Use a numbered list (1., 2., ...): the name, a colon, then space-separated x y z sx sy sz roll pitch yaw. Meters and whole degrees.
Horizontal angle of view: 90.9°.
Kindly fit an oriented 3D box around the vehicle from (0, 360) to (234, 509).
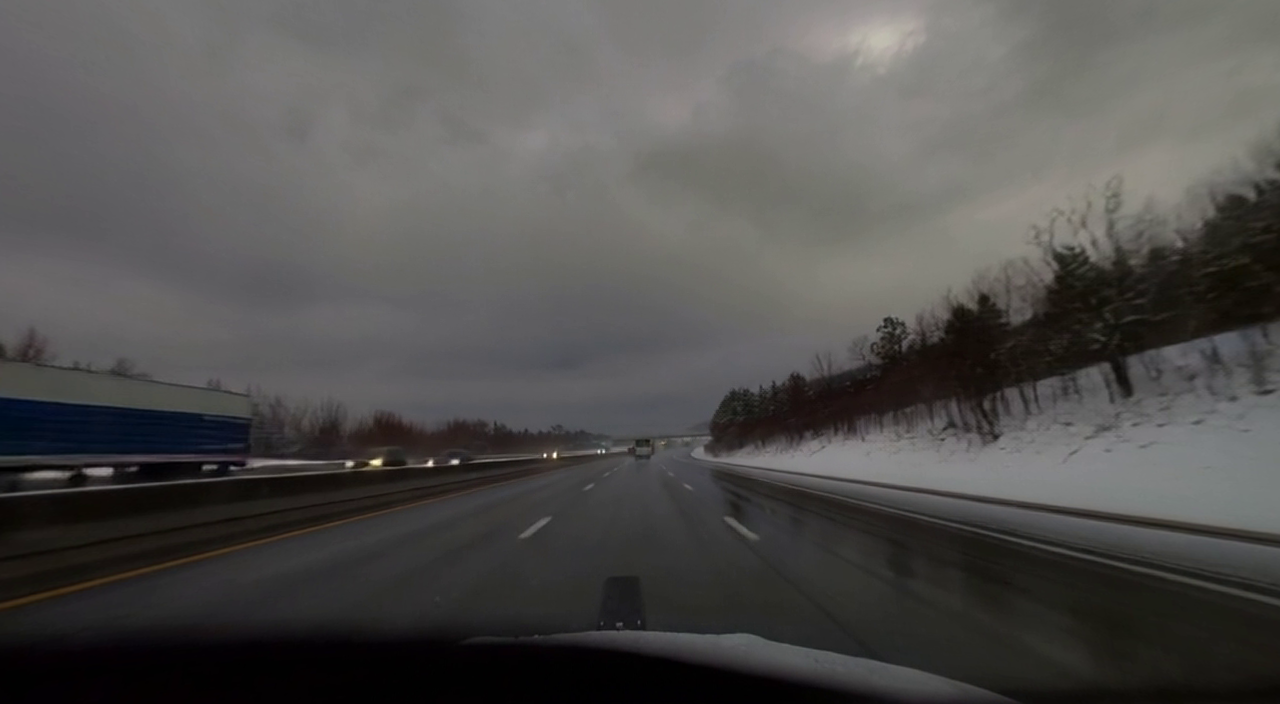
1. vehicle: -19.157 2.662 19.867 2.992 4.077 14.417 0 -9 1

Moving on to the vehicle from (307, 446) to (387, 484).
1. vehicle: -14.964 5.767 32.517 2.002 1.778 4.321 0 -9 0

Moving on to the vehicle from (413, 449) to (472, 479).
1. vehicle: -11.042 6.263 35.553 1.904 1.544 4.225 0 -9 0
